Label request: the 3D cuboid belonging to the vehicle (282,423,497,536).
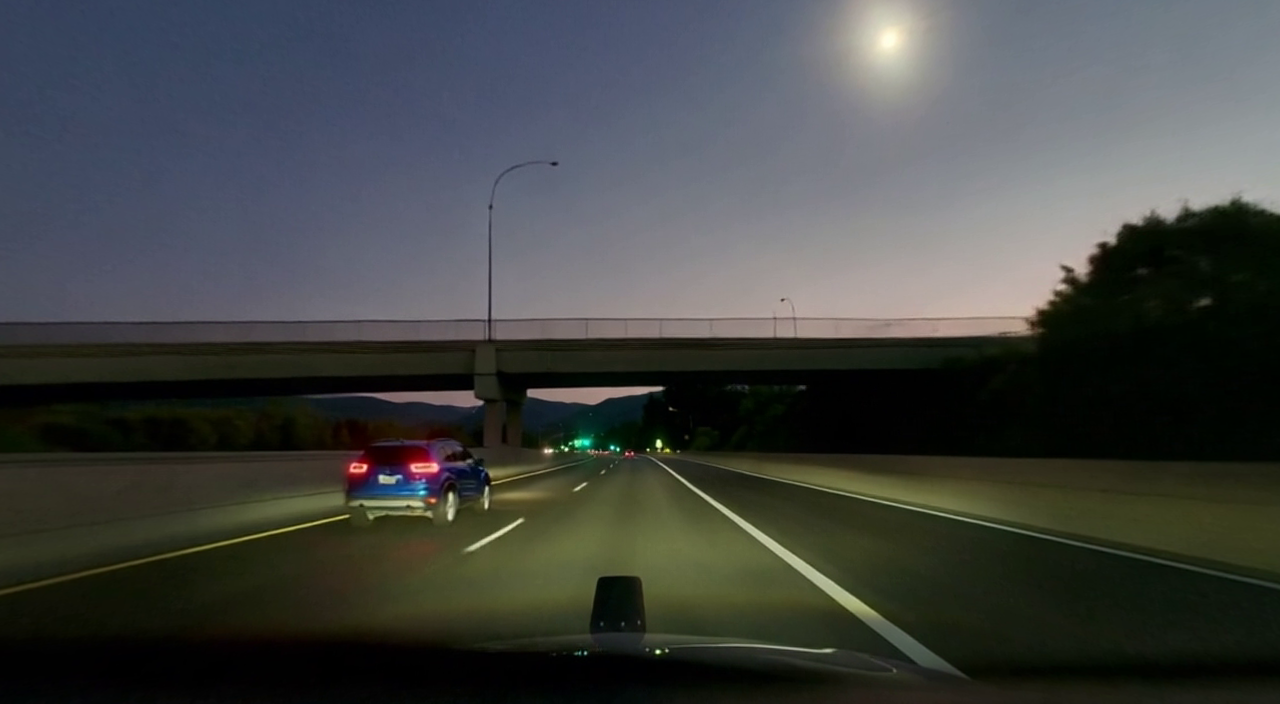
[{"bbox_3d":[-4.457,2.362,12.270,2.221,1.750,4.706,0,-9,0],"label":"vehicle"}]
